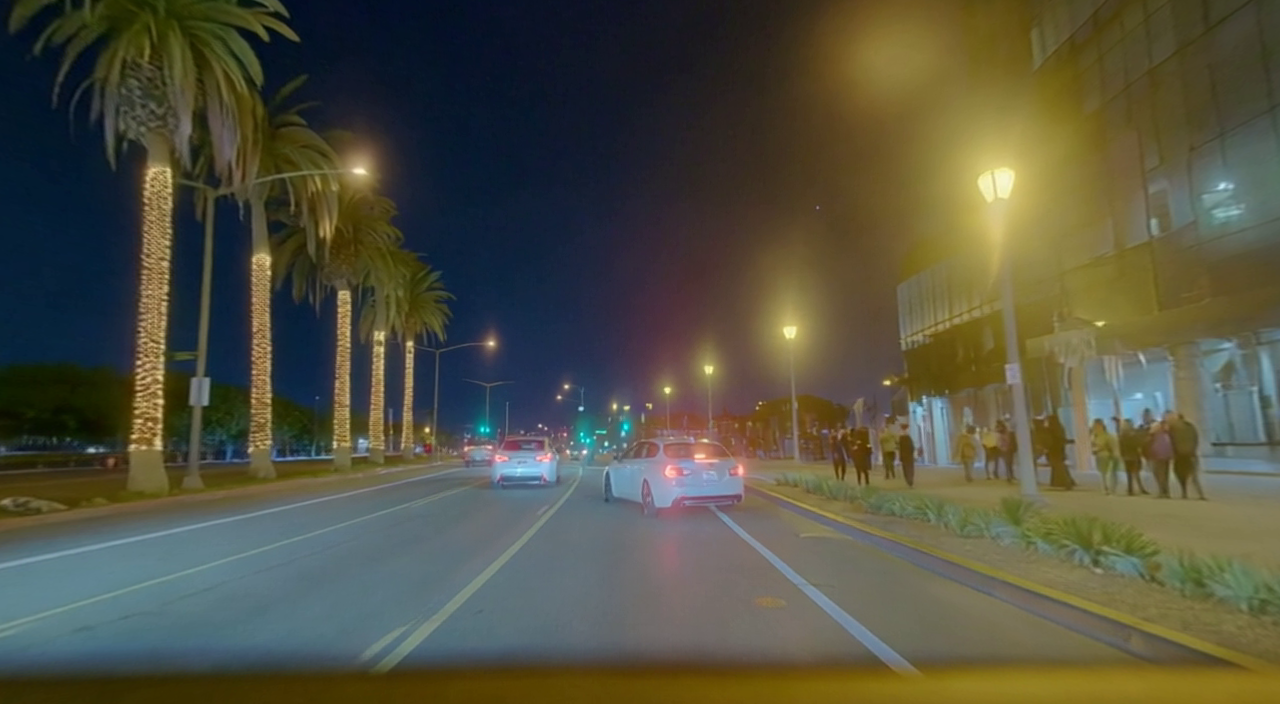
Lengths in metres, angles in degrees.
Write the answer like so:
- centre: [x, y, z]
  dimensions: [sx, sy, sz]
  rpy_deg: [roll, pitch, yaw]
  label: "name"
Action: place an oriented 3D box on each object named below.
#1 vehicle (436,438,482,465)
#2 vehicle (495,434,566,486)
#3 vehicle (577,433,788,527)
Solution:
- centre: [-11.305, 6.228, 39.549]
  dimensions: [1.930, 1.583, 4.423]
  rpy_deg: [0, -9, -5]
  label: "vehicle"
- centre: [-3.807, 3.827, 22.615]
  dimensions: [2.039, 1.628, 4.331]
  rpy_deg: [0, -9, -4]
  label: "vehicle"
- centre: [0.570, 2.412, 12.532]
  dimensions: [1.930, 1.477, 4.657]
  rpy_deg: [4, -10, -29]
  label: "vehicle"
